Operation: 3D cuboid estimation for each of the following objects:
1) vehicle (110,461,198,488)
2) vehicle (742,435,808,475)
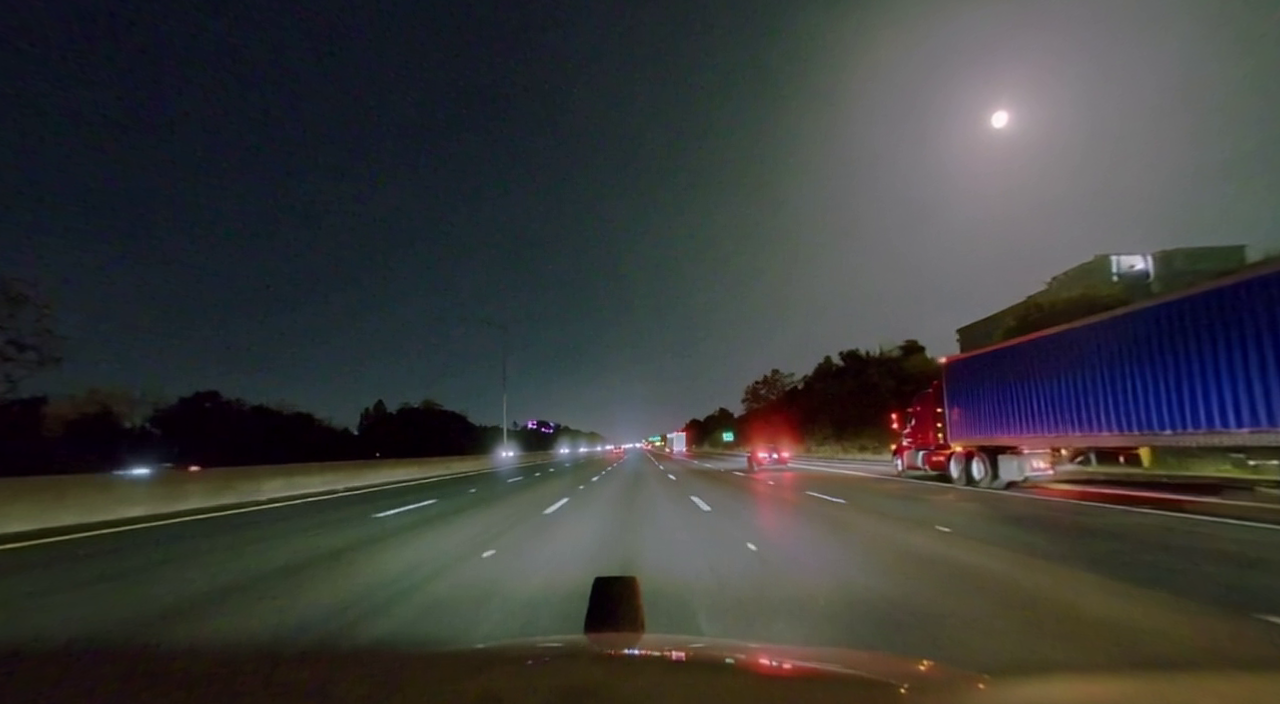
[{"bbox_3d":[-31.864,8.000,41.473,1.872,1.533,4.822,-1,-9,1],"label":"vehicle"},{"bbox_3d":[6.338,4.904,30.141,2.096,1.767,4.601,0,-9,0],"label":"vehicle"}]
